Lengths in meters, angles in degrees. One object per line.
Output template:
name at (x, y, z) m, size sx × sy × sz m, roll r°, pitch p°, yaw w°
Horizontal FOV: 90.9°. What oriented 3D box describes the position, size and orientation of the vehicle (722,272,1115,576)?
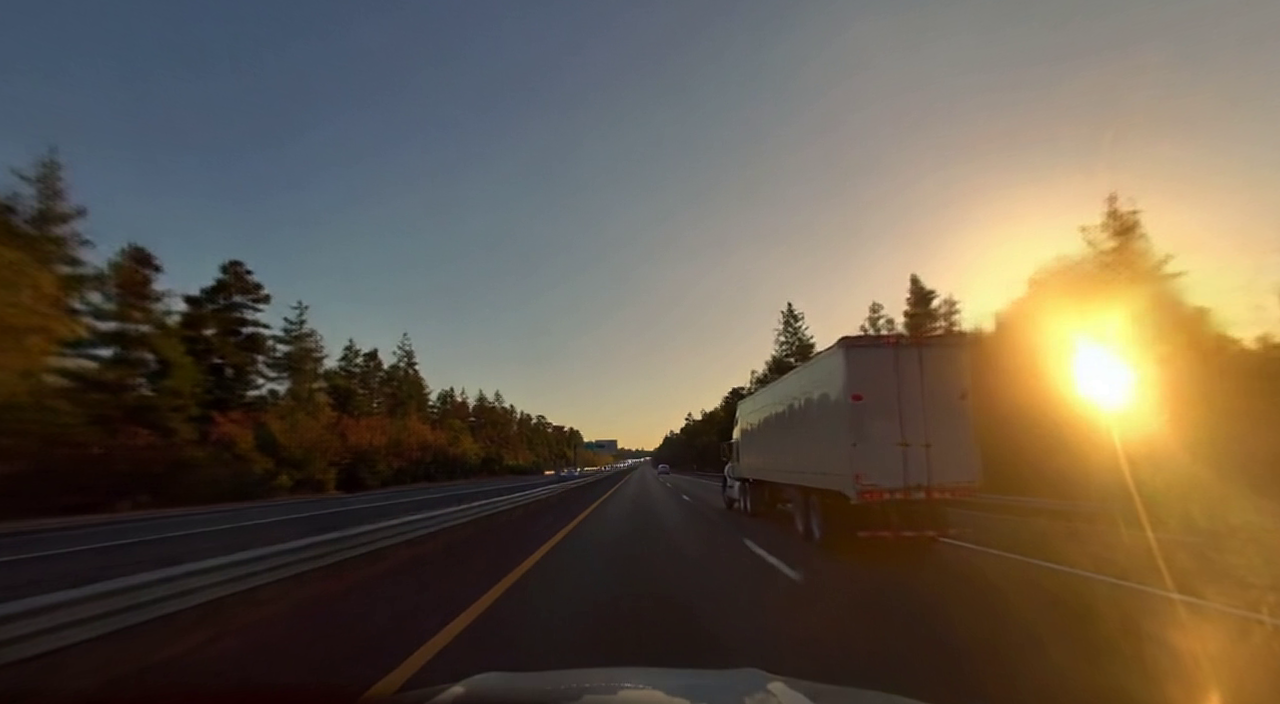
vehicle at (4.547, 2.107, 15.161) m, size 3.204 × 4.102 × 13.306 m, roll 1°, pitch -10°, yaw -1°
